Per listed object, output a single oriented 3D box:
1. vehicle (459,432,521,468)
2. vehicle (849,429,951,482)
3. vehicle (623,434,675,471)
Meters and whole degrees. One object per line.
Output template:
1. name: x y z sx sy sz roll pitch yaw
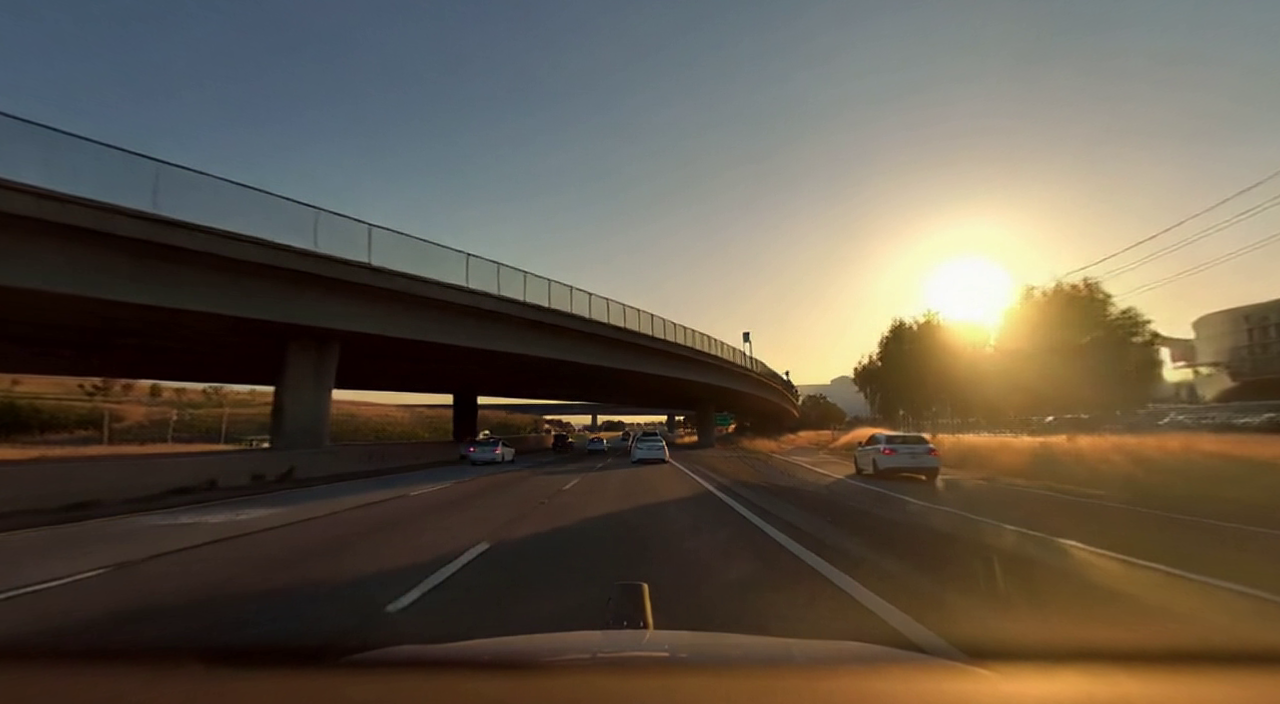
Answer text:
1. vehicle: -7.451 4.918 31.791 2.067 1.682 4.388 0 -8 0
2. vehicle: 9.156 3.686 22.706 2.095 1.674 4.530 -1 -8 5
3. vehicle: 0.341 4.450 27.968 2.145 1.493 4.146 0 -8 0
